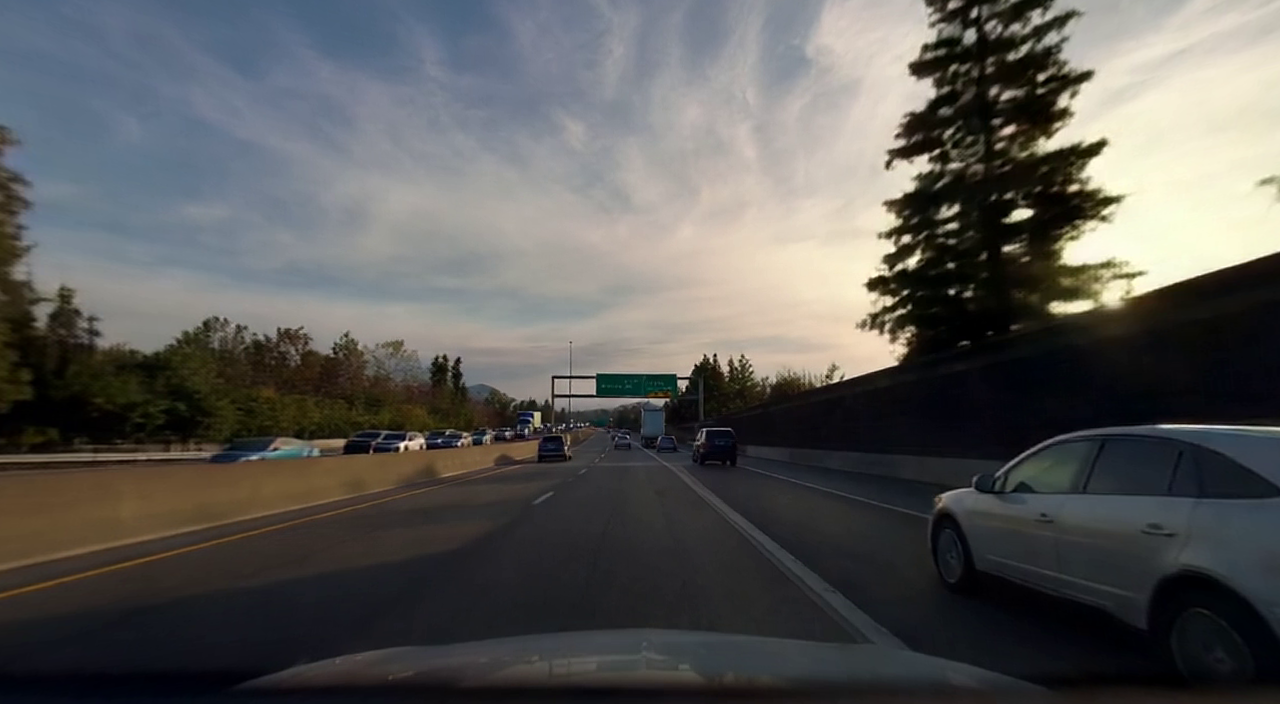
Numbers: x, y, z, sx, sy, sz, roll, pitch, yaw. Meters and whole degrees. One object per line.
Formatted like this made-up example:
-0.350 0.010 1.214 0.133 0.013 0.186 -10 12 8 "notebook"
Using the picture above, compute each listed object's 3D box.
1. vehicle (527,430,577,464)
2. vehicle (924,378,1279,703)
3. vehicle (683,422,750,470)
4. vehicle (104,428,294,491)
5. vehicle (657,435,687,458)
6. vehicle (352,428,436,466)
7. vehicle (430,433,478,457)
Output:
-4.605 5.019 33.453 2.058 1.689 4.315 0 -8 0 "vehicle"
3.651 0.986 3.437 2.127 1.497 4.445 0 -8 0 "vehicle"
3.291 4.188 28.280 2.207 1.937 5.610 0 -8 -1 "vehicle"
-11.767 2.879 17.265 2.117 1.498 4.271 0 -8 0 "vehicle"
2.119 6.461 43.054 1.844 1.462 3.736 0 -8 0 "vehicle"
-10.854 4.226 28.116 1.948 1.538 4.322 0 -8 1 "vehicle"
-11.472 5.762 39.024 1.727 1.433 3.940 0 -8 0 "vehicle"
